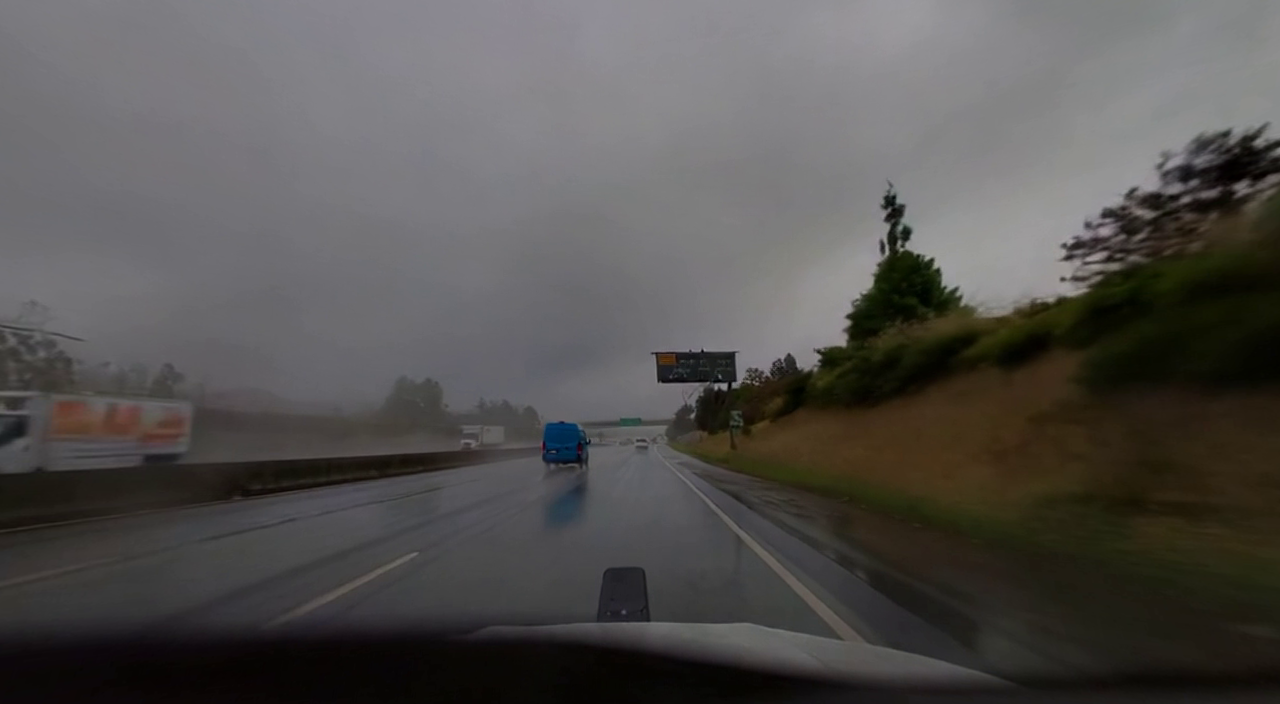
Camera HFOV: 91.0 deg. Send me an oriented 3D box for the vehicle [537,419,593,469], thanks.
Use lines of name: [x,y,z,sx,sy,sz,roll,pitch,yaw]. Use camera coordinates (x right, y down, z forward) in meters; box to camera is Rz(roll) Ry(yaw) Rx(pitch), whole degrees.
vehicle: [-3.952,4.981,34.012,2.329,2.483,5.428,0,-8,0]

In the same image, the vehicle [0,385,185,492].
vehicle: [-23.627,3.558,25.674,2.972,3.686,9.345,0,-8,1]
